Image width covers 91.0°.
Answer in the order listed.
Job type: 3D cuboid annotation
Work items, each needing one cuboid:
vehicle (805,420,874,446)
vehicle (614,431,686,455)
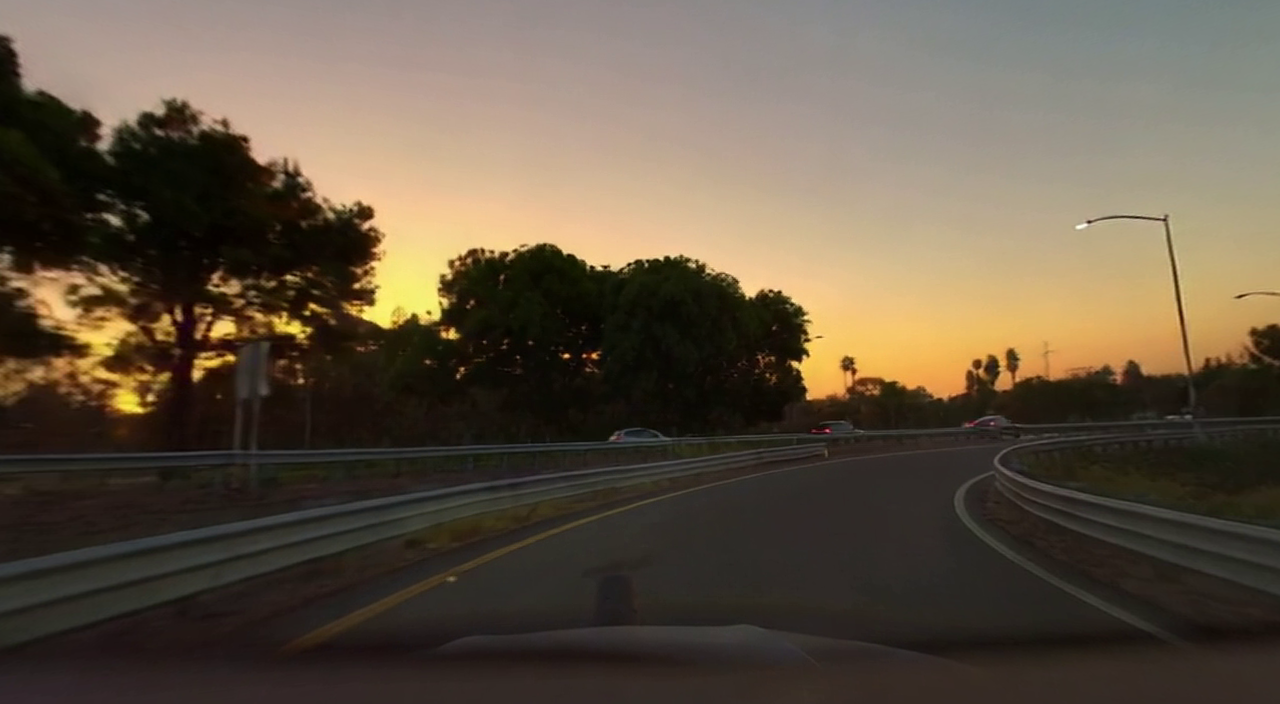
[{"bbox_3d":[12.477,5.103,39.372,3.990,1.549,1.971,6,-10,-33],"label":"vehicle"},{"bbox_3d":[0.761,6.438,44.560,4.957,1.593,1.871,6,-10,-35],"label":"vehicle"}]
